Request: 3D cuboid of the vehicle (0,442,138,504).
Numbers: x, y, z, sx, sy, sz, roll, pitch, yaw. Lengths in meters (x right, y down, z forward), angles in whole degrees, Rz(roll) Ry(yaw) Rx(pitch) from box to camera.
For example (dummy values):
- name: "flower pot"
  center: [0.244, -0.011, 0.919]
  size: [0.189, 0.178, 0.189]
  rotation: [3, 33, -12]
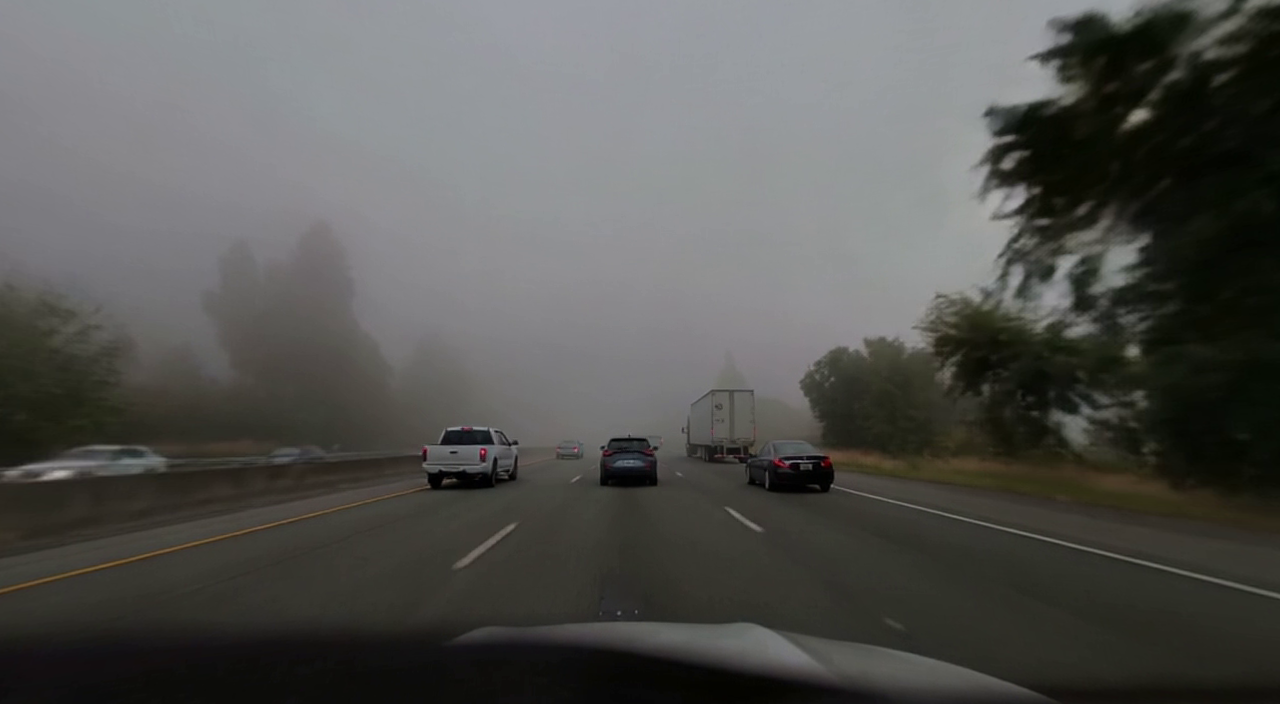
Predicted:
- name: "vehicle"
  center: [-17.035, 3.384, 18.123]
  size: [1.813, 1.519, 4.115]
  rotation: [0, -8, -2]

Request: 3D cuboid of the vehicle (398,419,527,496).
- name: "vehicle"
  center: [-4.540, 2.785, 17.026]
  size: [2.101, 1.767, 4.702]
  rotation: [0, -8, 0]

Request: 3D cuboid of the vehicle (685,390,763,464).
- name: "vehicle"
  center: [5.189, 5.154, 42.294]
  size: [2.888, 4.135, 14.071]
  rotation: [0, -8, -2]

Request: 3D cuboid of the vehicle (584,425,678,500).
- name: "vehicle"
  center: [-0.225, 2.719, 15.946]
  size: [2.083, 1.647, 3.799]
  rotation: [0, -8, -1]

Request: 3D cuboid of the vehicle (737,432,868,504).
- name: "vehicle"
  center: [3.671, 2.675, 15.045]
  size: [1.951, 1.477, 3.963]
  rotation: [0, -8, -2]

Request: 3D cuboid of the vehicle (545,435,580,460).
- name: "vehicle"
  center: [-5.450, 6.769, 44.859]
  size: [1.971, 1.648, 3.983]
  rotation: [0, -8, 0]

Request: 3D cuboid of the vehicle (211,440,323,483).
- name: "vehicle"
  center: [-13.129, 3.836, 22.462]
  size: [1.767, 1.376, 3.667]
  rotation: [0, -8, 0]
